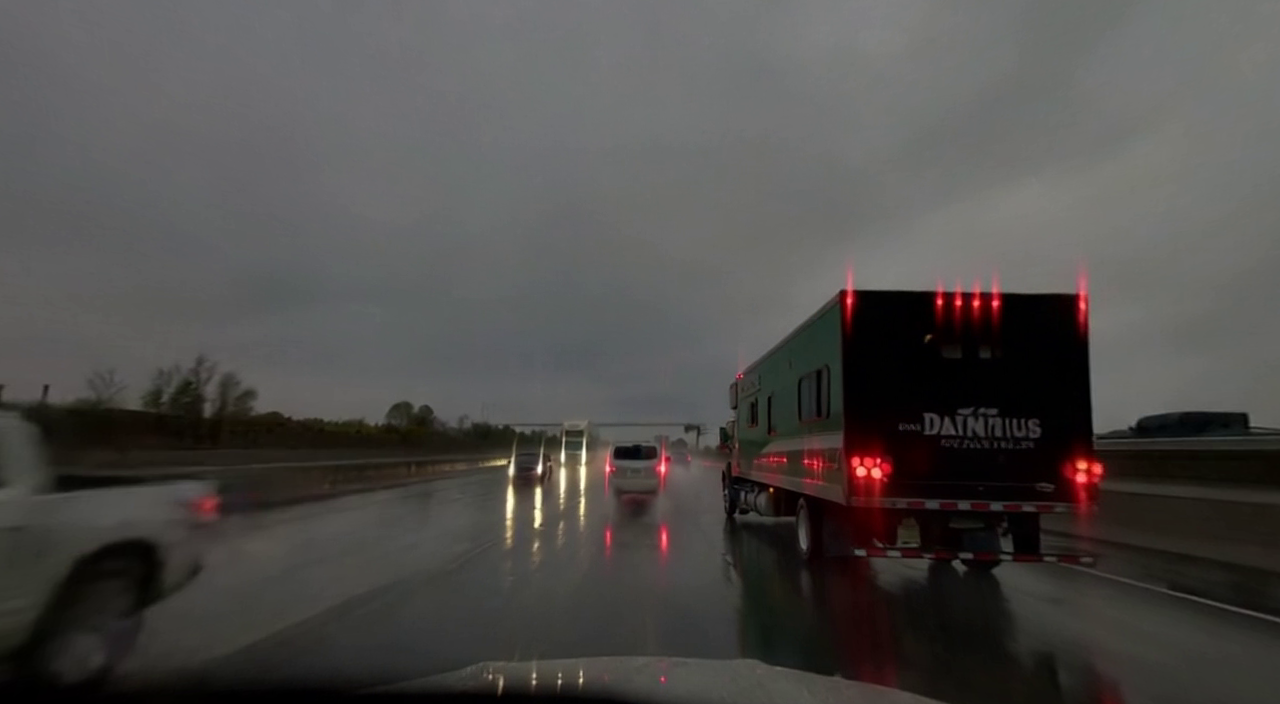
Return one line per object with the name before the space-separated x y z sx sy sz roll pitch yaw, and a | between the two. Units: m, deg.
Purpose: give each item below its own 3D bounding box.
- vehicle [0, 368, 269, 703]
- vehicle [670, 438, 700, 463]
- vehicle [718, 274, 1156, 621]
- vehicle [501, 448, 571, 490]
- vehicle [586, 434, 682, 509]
vehicle | -3.767 0.850 2.283 2.098 1.659 4.432 0 -9 0
vehicle | 3.511 7.792 49.975 2.020 1.874 4.431 0 -9 0
vehicle | 2.933 1.314 9.024 2.533 2.942 7.280 0 -9 -1
vehicle | -3.897 4.454 24.279 1.933 1.465 3.898 0 -9 2
vehicle | -0.114 3.072 16.632 2.201 1.719 4.058 0 -9 1
